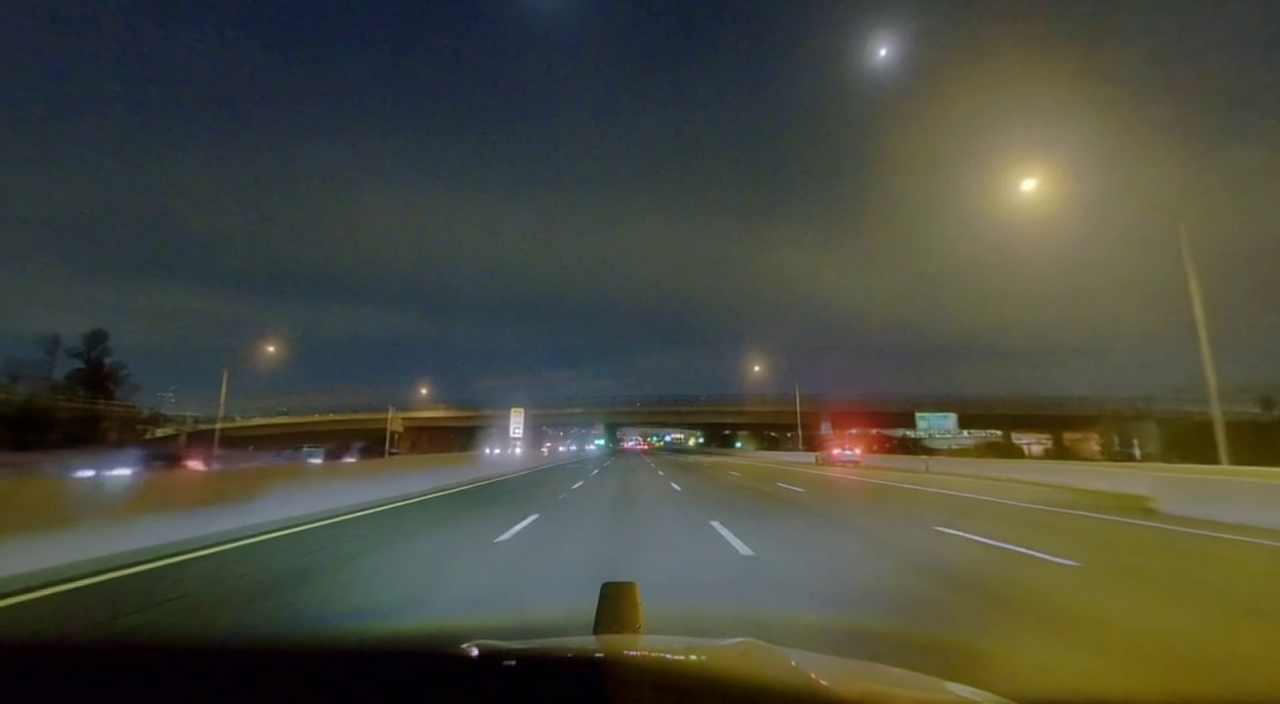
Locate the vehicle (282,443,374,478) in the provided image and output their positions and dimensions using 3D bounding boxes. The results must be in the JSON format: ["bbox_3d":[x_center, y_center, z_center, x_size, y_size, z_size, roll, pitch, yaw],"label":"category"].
[{"bbox_3d":[-14.429,5.033,29.550,1.931,1.502,4.616,0,-9,0],"label":"vehicle"}]

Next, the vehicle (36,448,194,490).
[{"bbox_3d":[-20.761,4.612,25.330,2.312,1.503,4.691,0,-9,0],"label":"vehicle"}]
